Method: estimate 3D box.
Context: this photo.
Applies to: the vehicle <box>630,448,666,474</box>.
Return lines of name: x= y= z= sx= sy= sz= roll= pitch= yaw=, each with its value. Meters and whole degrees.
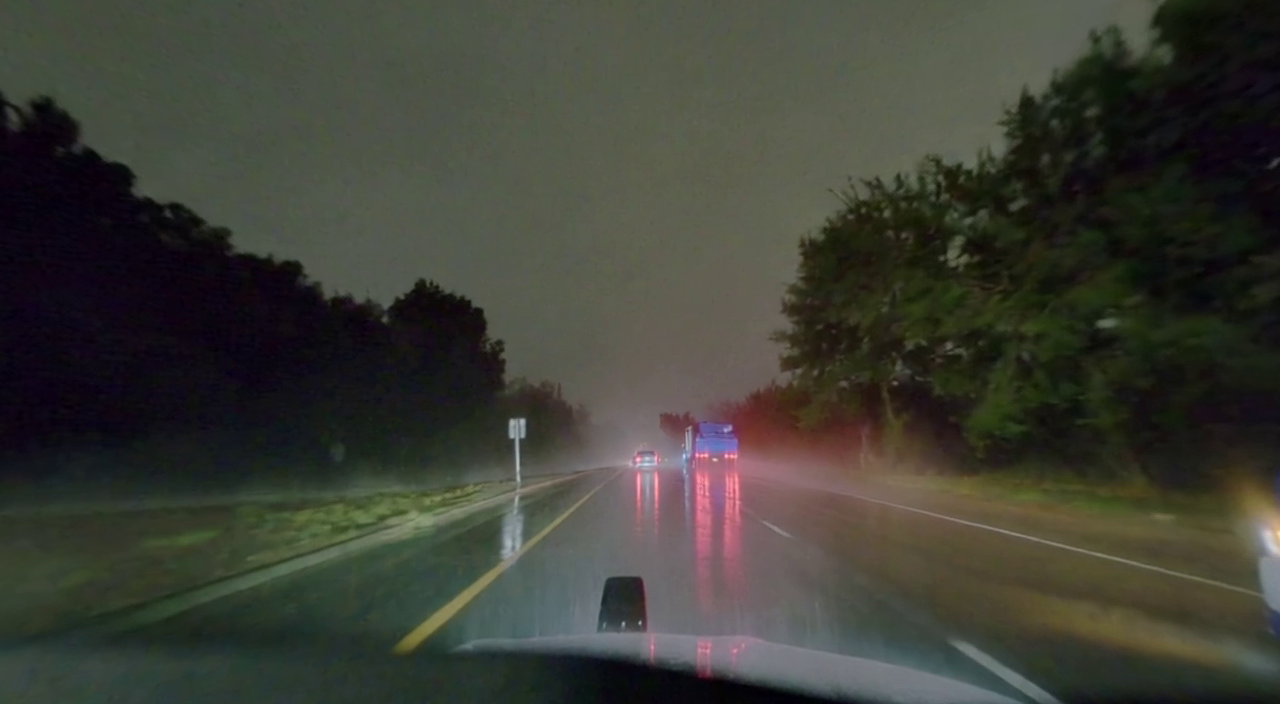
vehicle: x=0.495 y=6.926 z=40.085 sx=2.170 sy=1.544 sz=4.373 roll=0 pitch=-9 yaw=1

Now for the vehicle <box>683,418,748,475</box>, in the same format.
vehicle: x=4.560 y=5.957 z=39.619 sx=3.015 sy=3.211 sz=7.982 roll=0 pitch=-9 yaw=-1
